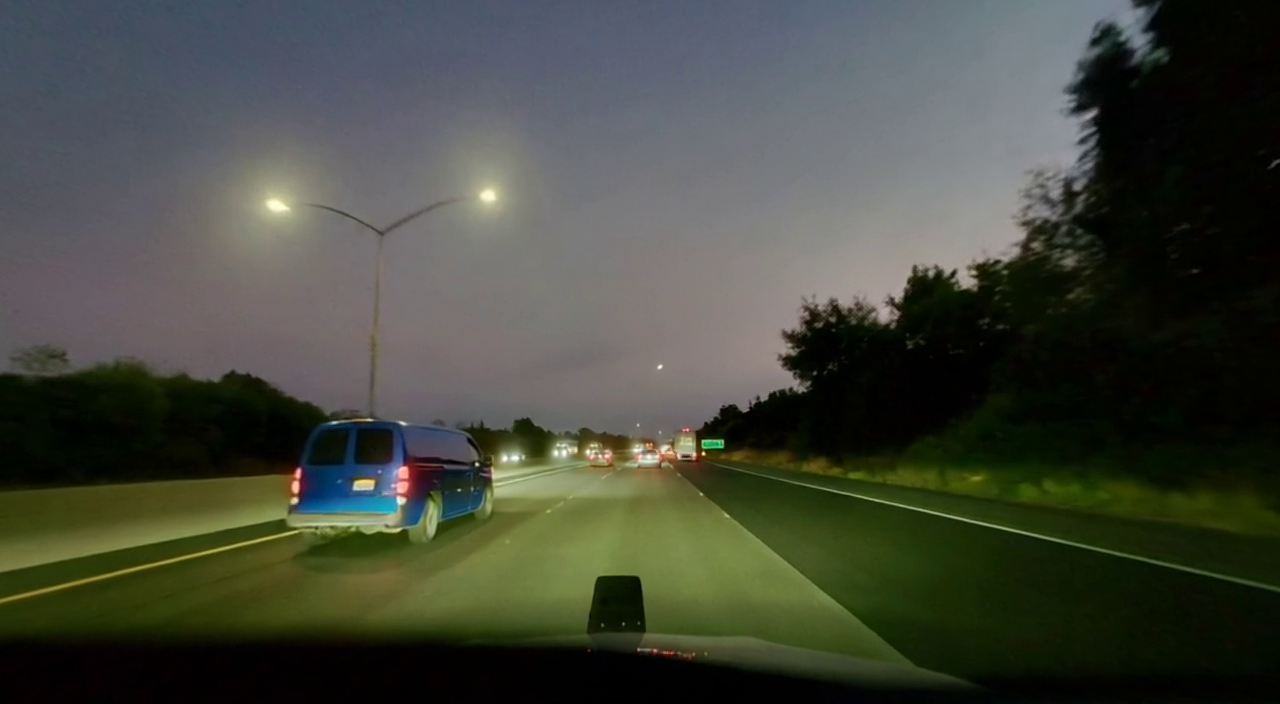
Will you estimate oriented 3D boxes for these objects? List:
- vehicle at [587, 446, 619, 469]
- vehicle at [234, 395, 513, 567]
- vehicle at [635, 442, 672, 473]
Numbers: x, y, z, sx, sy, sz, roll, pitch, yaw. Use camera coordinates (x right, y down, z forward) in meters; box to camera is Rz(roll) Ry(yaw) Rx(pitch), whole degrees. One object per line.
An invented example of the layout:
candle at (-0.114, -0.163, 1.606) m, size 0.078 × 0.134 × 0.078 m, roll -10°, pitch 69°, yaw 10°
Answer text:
vehicle at (-2.839, 8.258, 49.568) m, size 2.112 × 1.707 × 4.530 m, roll -1°, pitch -9°, yaw 1°
vehicle at (-3.659, 1.909, 10.023) m, size 2.167 × 1.991 × 5.062 m, roll 0°, pitch -9°, yaw 0°
vehicle at (0.838, 6.703, 40.226) m, size 2.209 × 1.825 × 4.036 m, roll -1°, pitch -9°, yaw 1°
